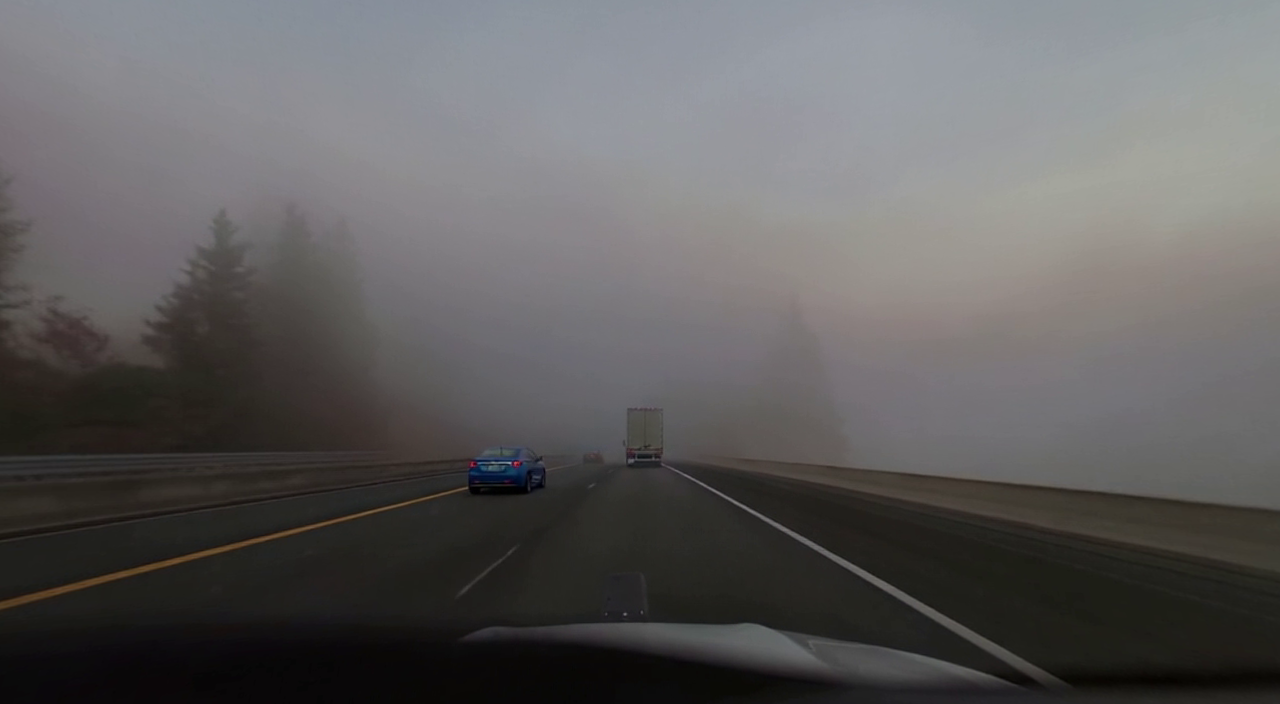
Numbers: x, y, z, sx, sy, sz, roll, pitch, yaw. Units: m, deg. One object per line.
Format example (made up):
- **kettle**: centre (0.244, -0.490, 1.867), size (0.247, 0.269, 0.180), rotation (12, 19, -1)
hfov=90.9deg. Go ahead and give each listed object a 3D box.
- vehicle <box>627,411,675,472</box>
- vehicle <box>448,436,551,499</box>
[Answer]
- **vehicle**: centre (0.588, 6.125, 42.775), size (2.893, 3.628, 9.081), rotation (0, -9, -1)
- **vehicle**: centre (-3.875, 3.262, 18.149), size (1.977, 1.602, 3.944), rotation (0, -9, 1)
